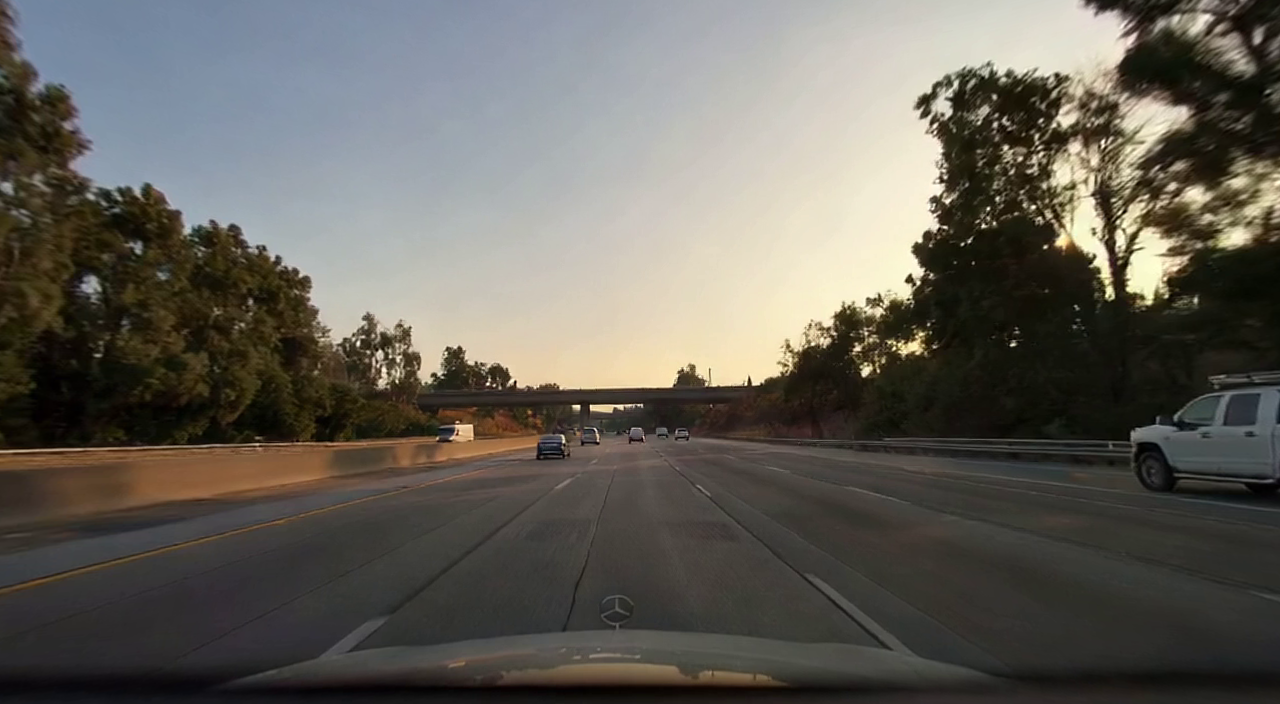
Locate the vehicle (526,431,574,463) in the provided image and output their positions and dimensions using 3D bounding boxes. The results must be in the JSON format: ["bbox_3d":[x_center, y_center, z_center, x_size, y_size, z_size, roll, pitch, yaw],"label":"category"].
[{"bbox_3d":[-4.497,4.809,32.121,1.933,1.473,4.023,0,-8,-1],"label":"vehicle"}]

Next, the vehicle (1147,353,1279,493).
[{"bbox_3d":[12.929,1.267,11.265,2.376,2.533,6.230,0,-8,-2],"label":"vehicle"}]
